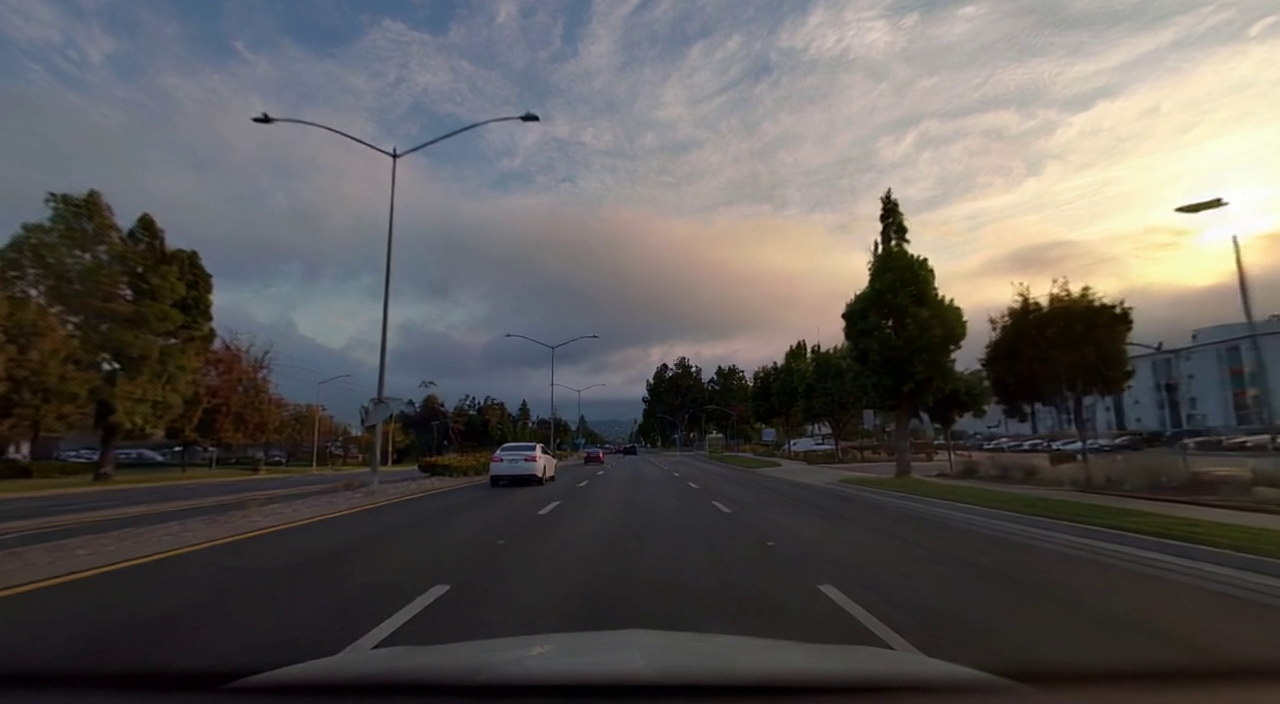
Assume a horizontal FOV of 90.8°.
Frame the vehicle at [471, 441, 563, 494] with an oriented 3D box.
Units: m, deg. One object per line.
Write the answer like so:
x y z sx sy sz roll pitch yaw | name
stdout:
-3.665 3.525 19.717 2.003 1.454 4.484 0 -9 0 | vehicle
